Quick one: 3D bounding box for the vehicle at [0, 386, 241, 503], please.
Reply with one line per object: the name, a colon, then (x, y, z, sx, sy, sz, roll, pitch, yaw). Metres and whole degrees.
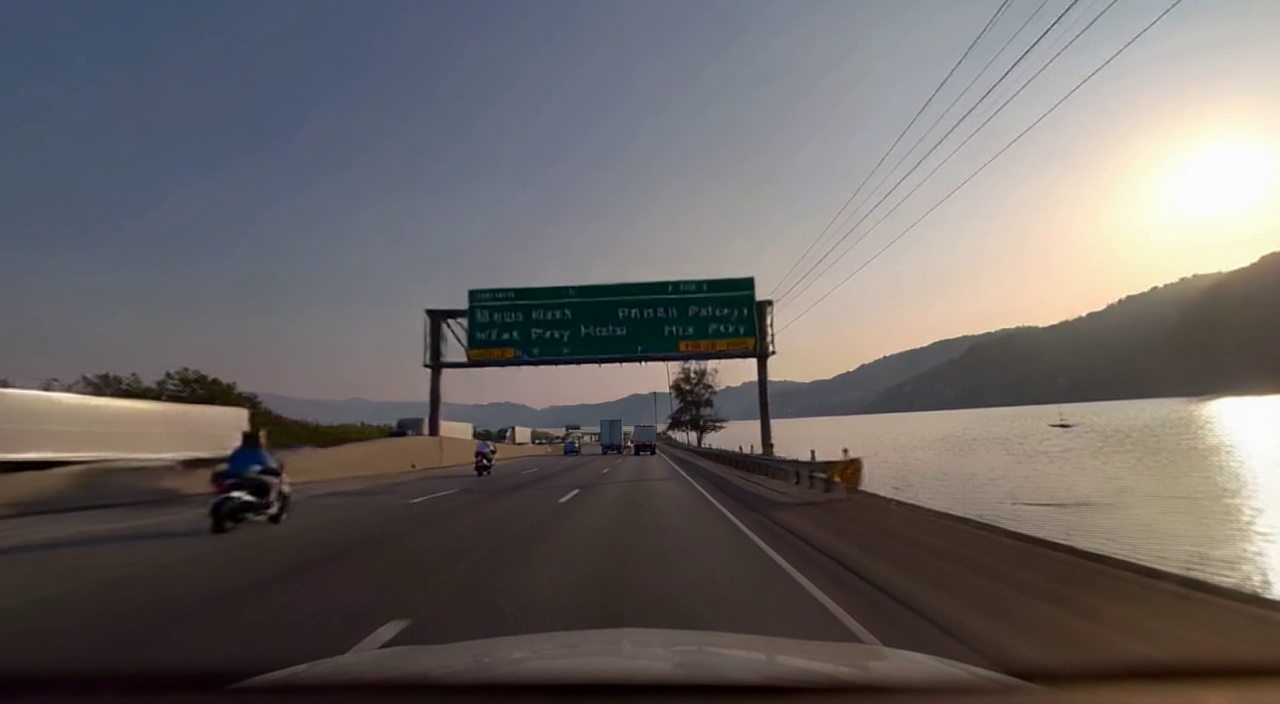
vehicle: (-24.636, 4.219, 28.911, 3.409, 4.154, 14.097, 0, -8, 0)

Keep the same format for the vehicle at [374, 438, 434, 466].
vehicle: (-16.919, 7.192, 45.530, 2.205, 1.847, 5.210, 0, -8, 1)

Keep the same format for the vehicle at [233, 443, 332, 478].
vehicle: (-16.911, 5.130, 30.161, 1.936, 1.528, 4.637, 0, -8, 1)
